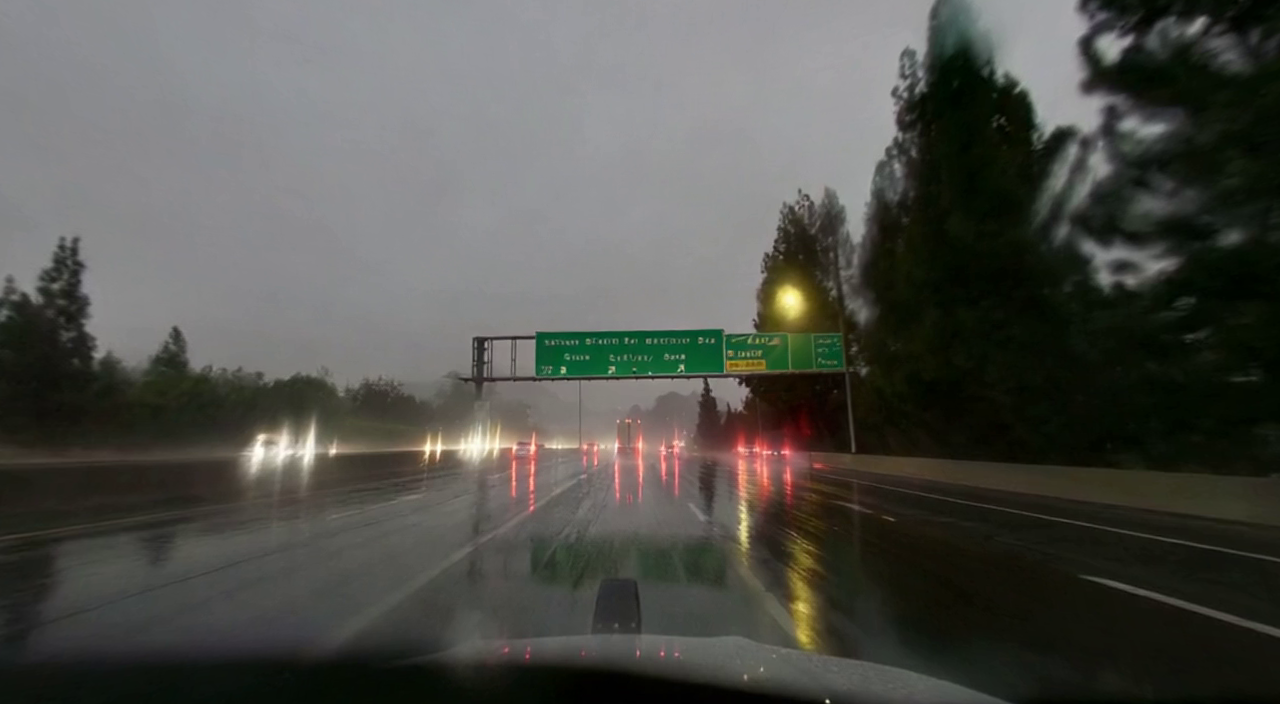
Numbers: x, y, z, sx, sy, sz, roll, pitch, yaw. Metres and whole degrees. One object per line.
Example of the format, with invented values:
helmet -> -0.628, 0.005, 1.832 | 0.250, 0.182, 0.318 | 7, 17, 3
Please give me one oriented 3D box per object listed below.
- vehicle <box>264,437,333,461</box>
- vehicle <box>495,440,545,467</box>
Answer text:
vehicle -> -22.525, 6.429, 41.946 | 1.865, 1.481, 4.681 | 0, -8, 2
vehicle -> -7.380, 6.289, 39.276 | 2.117, 1.518, 4.930 | 0, -8, 0
